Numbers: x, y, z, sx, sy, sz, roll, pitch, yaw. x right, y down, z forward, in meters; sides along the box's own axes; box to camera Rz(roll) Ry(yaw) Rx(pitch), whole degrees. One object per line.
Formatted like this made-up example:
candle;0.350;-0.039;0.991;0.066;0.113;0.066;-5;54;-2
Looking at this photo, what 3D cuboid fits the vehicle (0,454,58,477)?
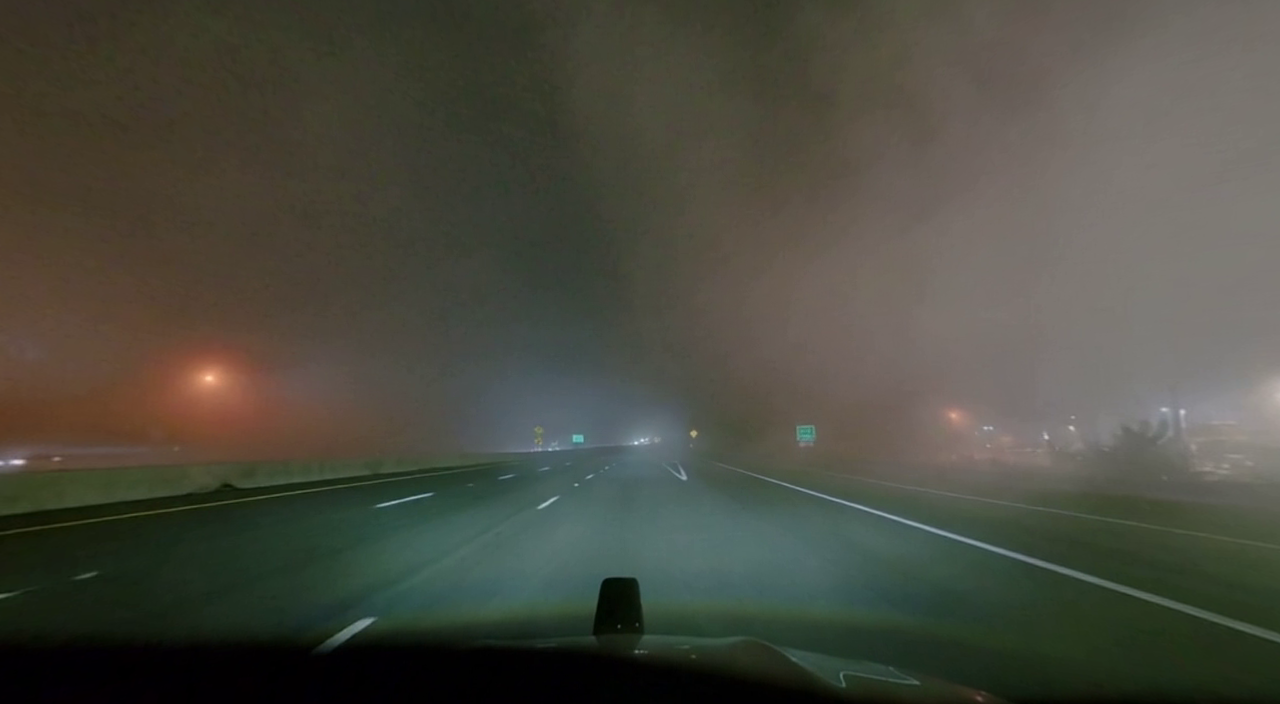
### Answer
vehicle;-47.121;8.536;47.627;1.857;1.578;4.591;0;-9;-1
